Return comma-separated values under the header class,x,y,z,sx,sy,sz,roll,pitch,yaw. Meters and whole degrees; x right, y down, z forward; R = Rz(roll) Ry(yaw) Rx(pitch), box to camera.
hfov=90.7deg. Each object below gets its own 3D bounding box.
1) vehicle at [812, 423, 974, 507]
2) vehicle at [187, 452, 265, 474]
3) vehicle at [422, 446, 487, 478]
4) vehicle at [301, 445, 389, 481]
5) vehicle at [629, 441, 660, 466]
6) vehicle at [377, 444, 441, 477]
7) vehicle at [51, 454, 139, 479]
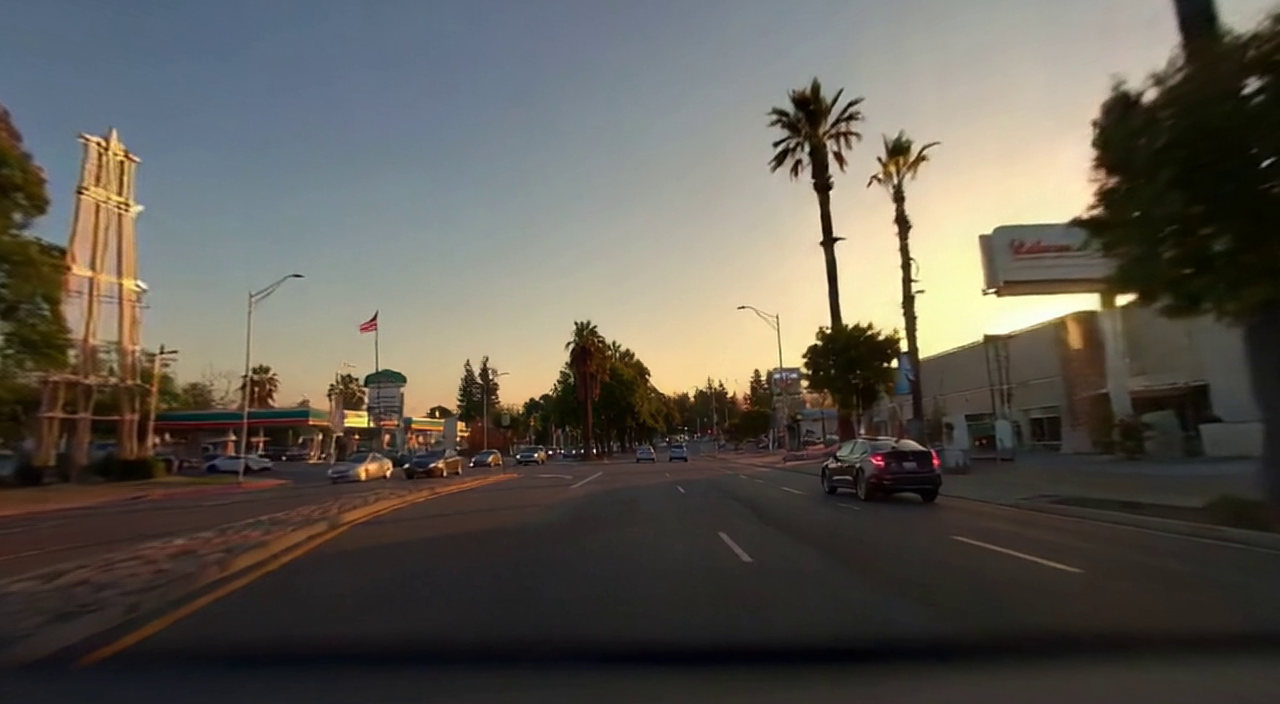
class,x,y,z,sx,sy,sz,roll,pitch,yaw
vehicle,6.284,2.871,16.505,2.066,1.807,4.893,0,-9,-1
vehicle,-32.414,8.705,49.639,4.623,1.572,2.097,0,-10,0
vehicle,-9.211,5.489,31.817,1.891,1.473,4.297,-1,-9,1
vehicle,-16.182,6.098,35.116,2.183,1.814,5.403,-1,-9,1
vehicle,0.328,7.506,46.799,2.177,1.754,3.815,-1,-8,1
vehicle,-12.847,6.066,35.492,1.958,1.701,4.082,-1,-8,1
vehicle,-35.203,7.392,40.918,3.864,1.530,1.961,-1,-8,1
